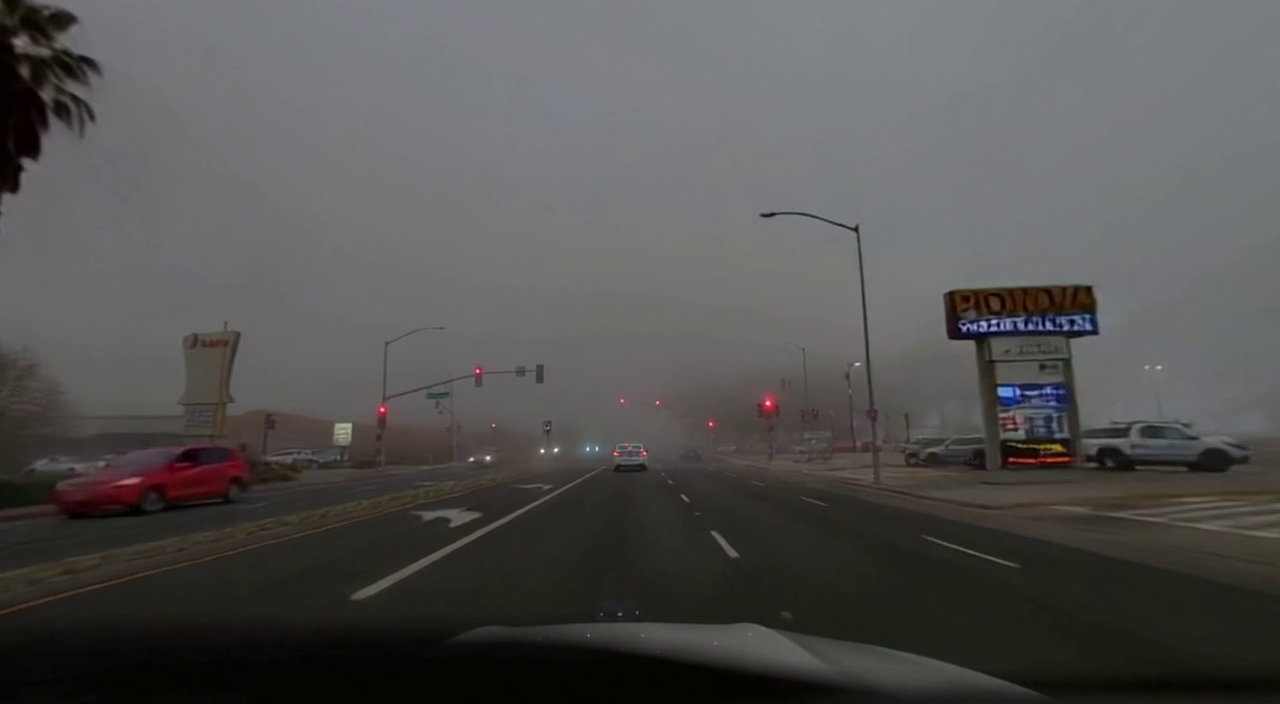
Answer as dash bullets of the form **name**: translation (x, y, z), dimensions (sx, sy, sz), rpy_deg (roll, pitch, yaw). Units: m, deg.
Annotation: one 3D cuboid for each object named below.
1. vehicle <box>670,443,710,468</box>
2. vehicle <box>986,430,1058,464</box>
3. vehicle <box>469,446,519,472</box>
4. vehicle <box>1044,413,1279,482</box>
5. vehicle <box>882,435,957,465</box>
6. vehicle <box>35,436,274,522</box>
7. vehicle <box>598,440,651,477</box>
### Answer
- **vehicle**: translation (3.054, 6.466, 39.720), dimensions (2.060, 1.471, 4.168), rpy_deg (0, -9, -1)
- **vehicle**: translation (20.006, 4.949, 33.065), dimensions (4.432, 1.556, 2.012), rpy_deg (6, -11, -44)
- **vehicle**: translation (-8.705, 6.404, 38.057), dimensions (1.894, 1.486, 4.359), rpy_deg (0, -9, 0)
- **vehicle**: translation (16.377, 3.036, 20.176), dimensions (2.172, 1.855, 5.526), rpy_deg (3, -9, -21)
- **vehicle**: translation (14.764, 5.151, 33.311), dimensions (1.985, 1.479, 4.580), rpy_deg (-9, -12, 44)
- **vehicle**: translation (-11.569, 3.027, 15.678), dimensions (2.098, 1.766, 4.787), rpy_deg (0, -9, 0)
- **vehicle**: translation (-0.641, 4.694, 28.078), dimensions (2.160, 1.508, 4.319), rpy_deg (0, -9, -1)
